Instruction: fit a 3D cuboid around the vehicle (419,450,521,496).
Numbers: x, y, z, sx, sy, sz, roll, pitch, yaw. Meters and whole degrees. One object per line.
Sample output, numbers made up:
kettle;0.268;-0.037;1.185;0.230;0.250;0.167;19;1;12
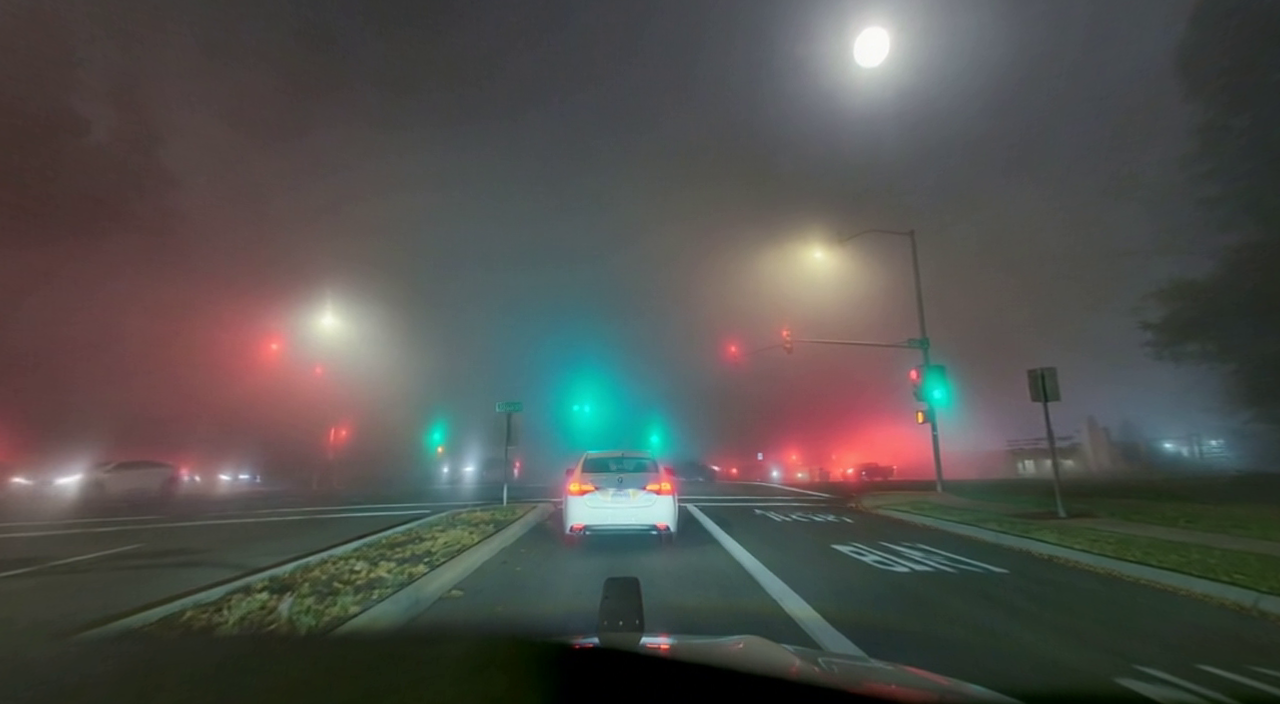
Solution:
vehicle;-7.431;5.185;27.509;4.355;1.789;2.175;-7;-11;41

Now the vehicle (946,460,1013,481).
vehicle;25.925;9.050;48.316;4.358;1.471;1.875;2;-9;-16

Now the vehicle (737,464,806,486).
vehicle;9.062;8.497;43.642;4.254;1.359;1.895;2;-9;-16

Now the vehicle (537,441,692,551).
vehicle;-0.412;2.289;10.842;2.112;1.479;4.264;0;-8;-2

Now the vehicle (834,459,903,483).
vehicle;16.477;8.573;45.636;4.337;1.637;1.860;2;-9;-16

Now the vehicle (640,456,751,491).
vehicle;2.607;5.629;29.472;4.838;1.449;2.077;-3;-9;17

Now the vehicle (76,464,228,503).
vehicle;-20.087;5.420;26.223;4.548;1.449;1.802;2;-9;-13
